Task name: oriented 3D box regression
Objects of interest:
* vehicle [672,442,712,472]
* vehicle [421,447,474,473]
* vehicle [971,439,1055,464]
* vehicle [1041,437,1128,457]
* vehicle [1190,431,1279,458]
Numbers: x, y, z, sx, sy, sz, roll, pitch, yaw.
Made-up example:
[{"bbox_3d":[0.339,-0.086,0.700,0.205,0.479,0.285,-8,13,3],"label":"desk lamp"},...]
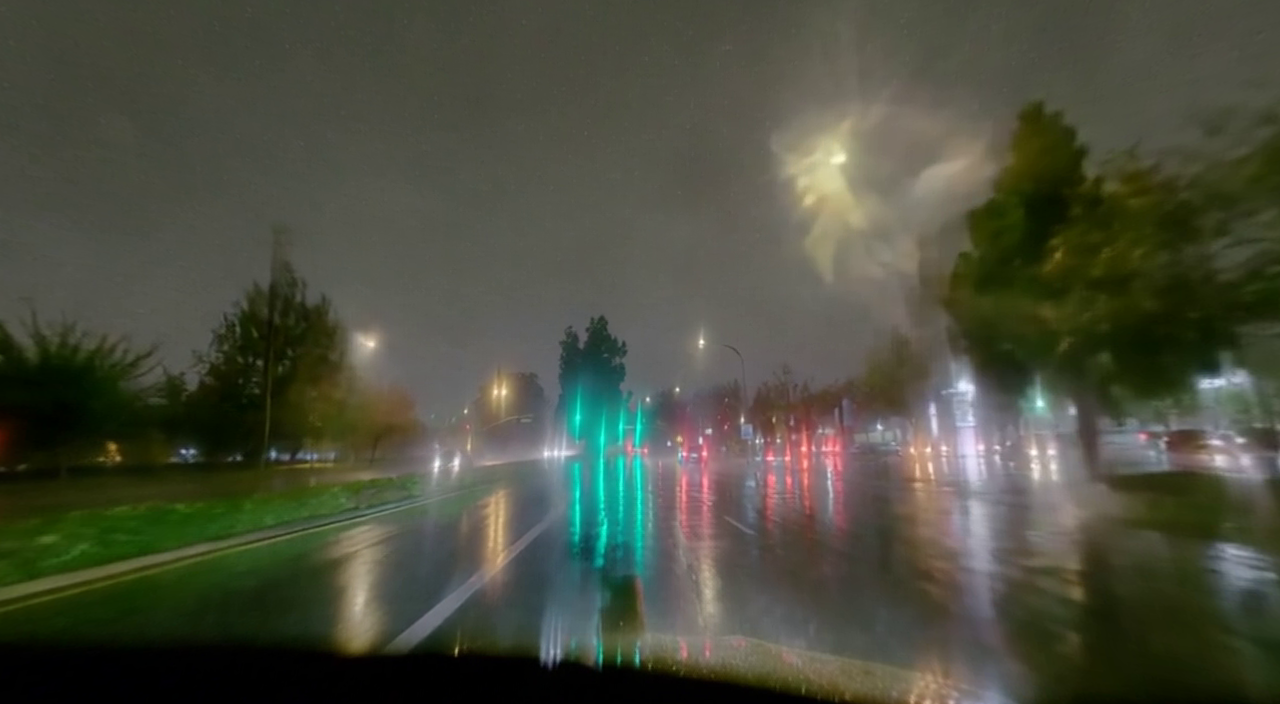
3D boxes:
[{"bbox_3d":[3.218,6.625,40.052,2.069,1.761,4.610,0,-9,-1],"label":"vehicle"},{"bbox_3d":[-12.768,7.191,42.274,1.975,1.638,4.706,-1,-9,1],"label":"vehicle"},{"bbox_3d":[22.915,6.108,38.895,3.845,1.471,2.043,0,-9,-1],"label":"vehicle"},{"bbox_3d":[34.487,7.377,49.081,4.993,1.444,2.237,-1,-9,2],"label":"vehicle"},{"bbox_3d":[34.377,5.254,35.779,4.468,1.455,1.910,-1,-9,3],"label":"vehicle"}]
